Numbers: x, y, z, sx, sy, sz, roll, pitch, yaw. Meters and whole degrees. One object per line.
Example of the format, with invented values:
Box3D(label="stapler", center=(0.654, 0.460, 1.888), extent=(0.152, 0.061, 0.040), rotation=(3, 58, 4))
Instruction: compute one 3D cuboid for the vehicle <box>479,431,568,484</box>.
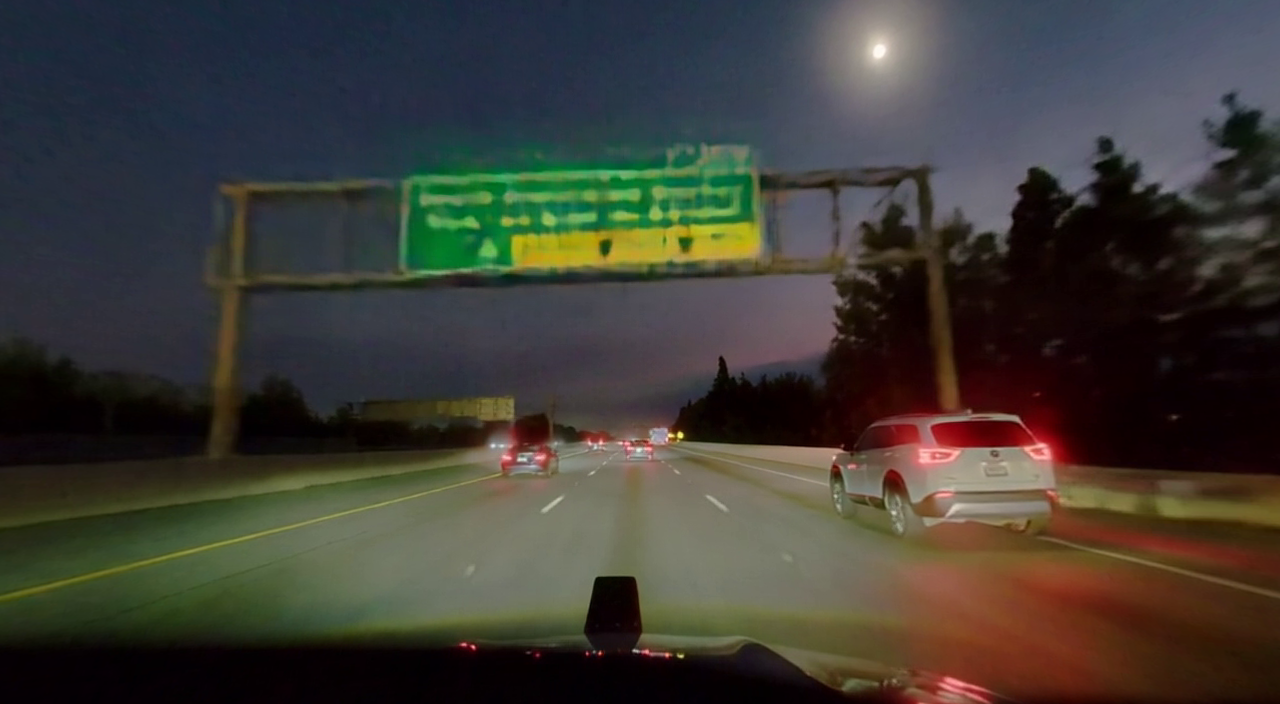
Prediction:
Box3D(label="vehicle", center=(-3.719, 3.464, 20.968), extent=(2.066, 1.561, 4.495), rotation=(0, -8, 1))

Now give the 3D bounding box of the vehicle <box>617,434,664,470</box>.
Box3D(label="vehicle", center=(0.023, 4.604, 29.156), extent=(2.049, 1.542, 3.816), rotation=(0, -8, 0))

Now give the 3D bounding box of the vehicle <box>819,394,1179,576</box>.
Box3D(label="vehicle", center=(4.038, 1.563, 8.167), extent=(2.025, 1.707, 4.279), rotation=(0, -8, -2))
